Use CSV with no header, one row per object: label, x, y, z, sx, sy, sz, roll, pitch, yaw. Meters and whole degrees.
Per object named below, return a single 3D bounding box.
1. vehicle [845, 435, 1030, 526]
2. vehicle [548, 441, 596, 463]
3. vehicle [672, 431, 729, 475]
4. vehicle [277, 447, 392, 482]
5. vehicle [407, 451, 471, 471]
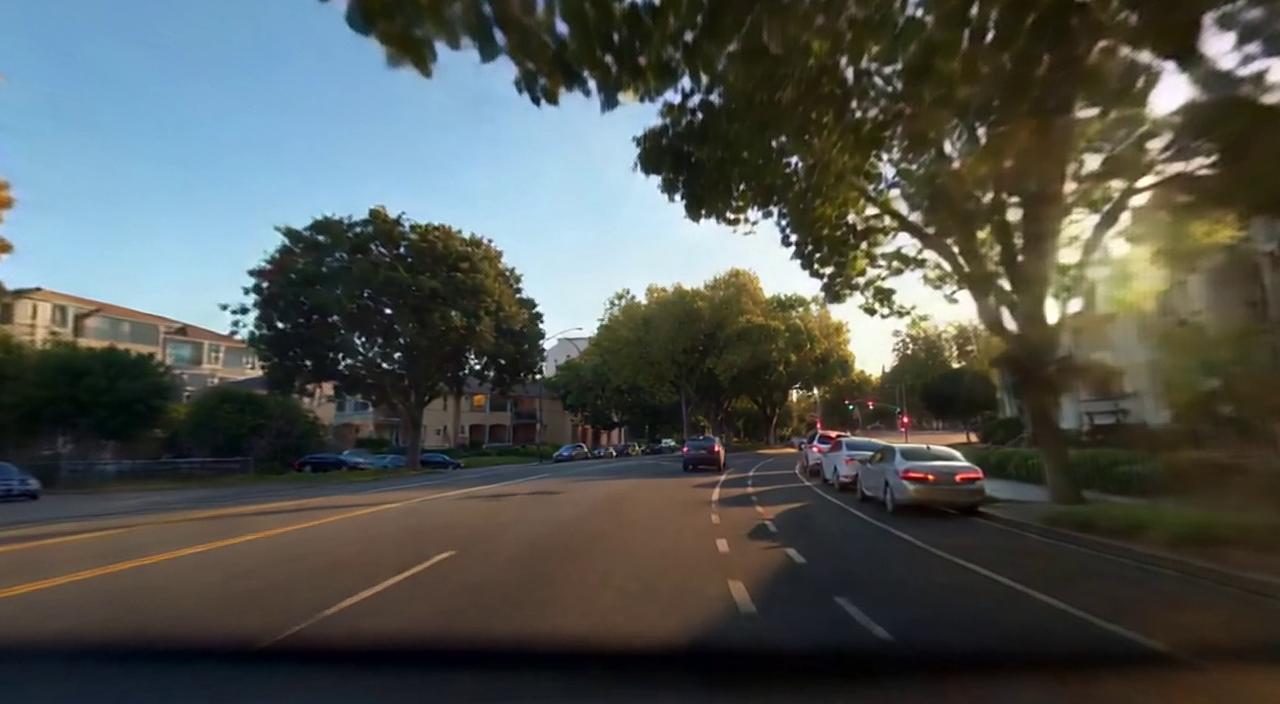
vehicle,5.601,2.437,12.649,1.940,1.456,4.502,-1,-8,6
vehicle,-5.098,7.599,48.195,1.918,1.508,4.353,-3,-8,19
vehicle,2.645,4.213,26.655,1.852,1.680,4.488,-2,-9,12
vehicle,-18.360,6.773,38.103,5.953,1.868,2.049,0,-10,9
vehicle,-14.810,7.999,46.539,4.195,1.400,1.726,-2,-9,14
